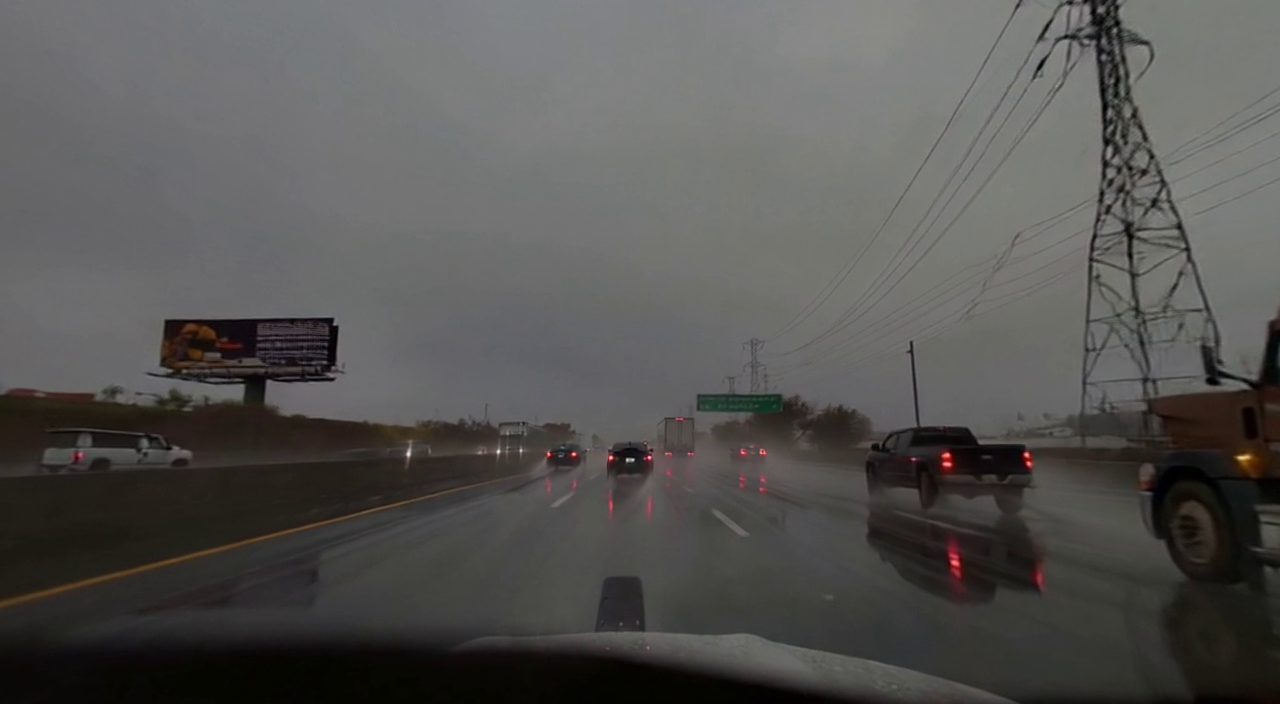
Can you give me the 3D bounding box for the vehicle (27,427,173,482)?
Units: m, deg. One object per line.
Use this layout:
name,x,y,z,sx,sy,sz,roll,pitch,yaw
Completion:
vehicle,-31.825,5.999,37.701,2.736,2.994,6.731,0,-7,-1

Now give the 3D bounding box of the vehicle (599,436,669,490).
vehicle,-0.206,3.772,21.753,2.191,1.685,4.015,0,-9,0

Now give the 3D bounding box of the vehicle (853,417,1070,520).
vehicle,6.807,2.541,14.283,2.086,1.862,5.232,0,-9,-1

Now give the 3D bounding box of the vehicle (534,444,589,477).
vehicle,-3.753,5.297,31.049,2.025,1.498,4.675,0,-9,1

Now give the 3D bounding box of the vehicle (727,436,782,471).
vehicle,6.992,6.270,39.125,2.302,1.973,5.502,0,-9,-1

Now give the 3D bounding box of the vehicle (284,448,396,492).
vehicle,-10.981,4.315,23.571,1.877,1.457,4.546,0,-9,1
